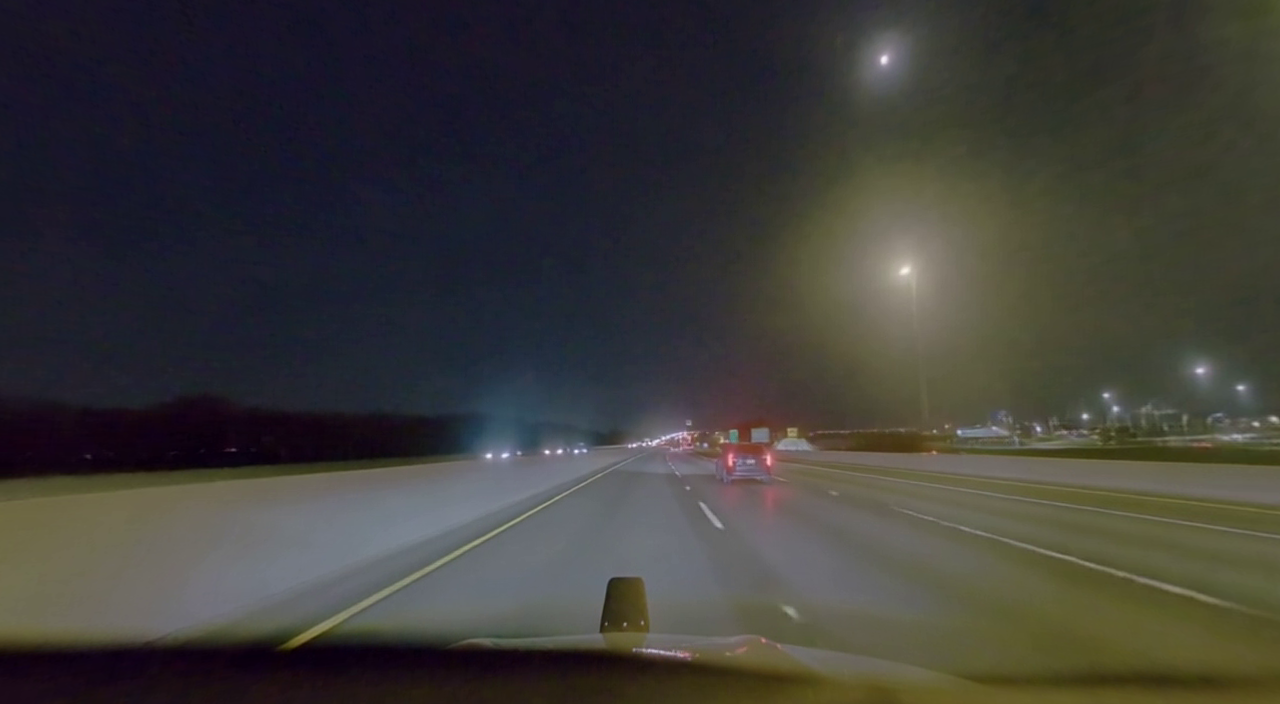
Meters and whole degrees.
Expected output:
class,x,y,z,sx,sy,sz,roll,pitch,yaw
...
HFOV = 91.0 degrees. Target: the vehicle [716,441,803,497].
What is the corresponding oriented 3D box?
class,x,y,z,sx,sy,sz,roll,pitch,yaw
vehicle,3.256,3.242,17.855,1.683,1.400,3.868,0,-8,0
